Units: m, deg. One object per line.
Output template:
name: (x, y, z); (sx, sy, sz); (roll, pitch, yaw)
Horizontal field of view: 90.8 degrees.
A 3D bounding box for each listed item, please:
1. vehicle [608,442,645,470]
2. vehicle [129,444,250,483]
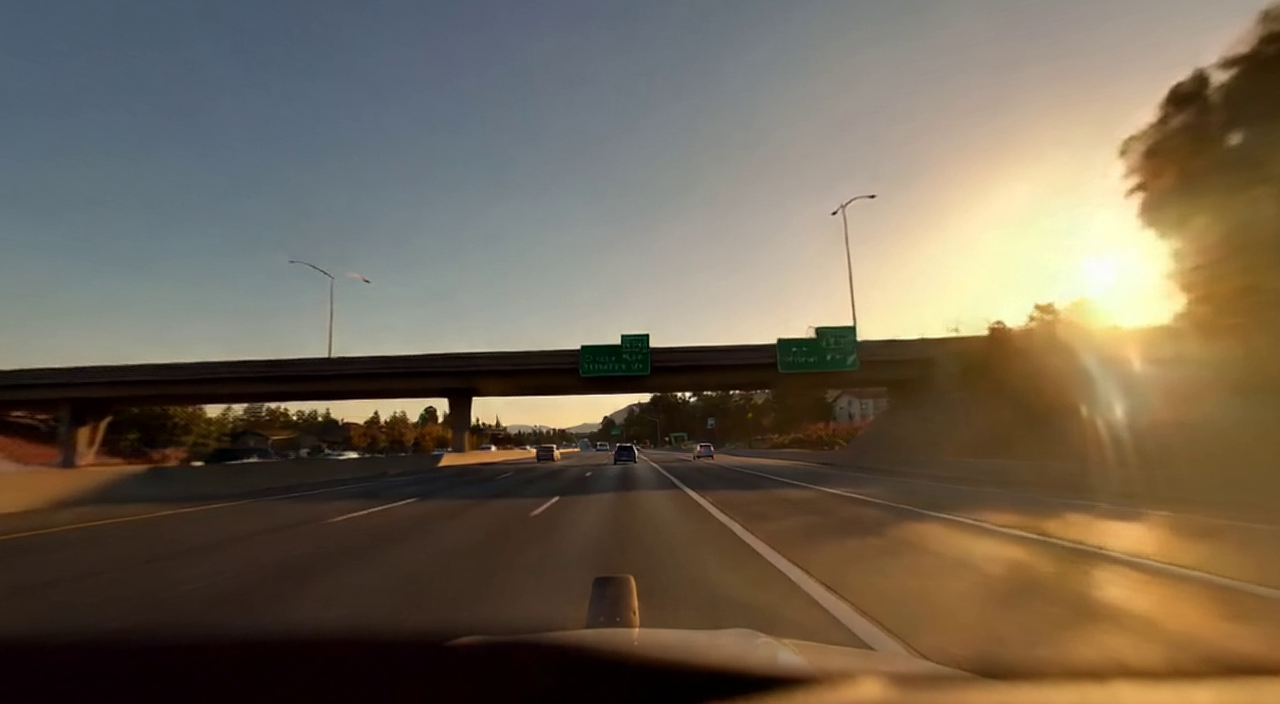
vehicle: (-0.777, 5.855, 35.870); (2.012, 1.471, 4.059); (0, -8, -2)
vehicle: (-20.151, 4.973, 28.591); (1.975, 1.609, 4.840); (0, -8, -1)
